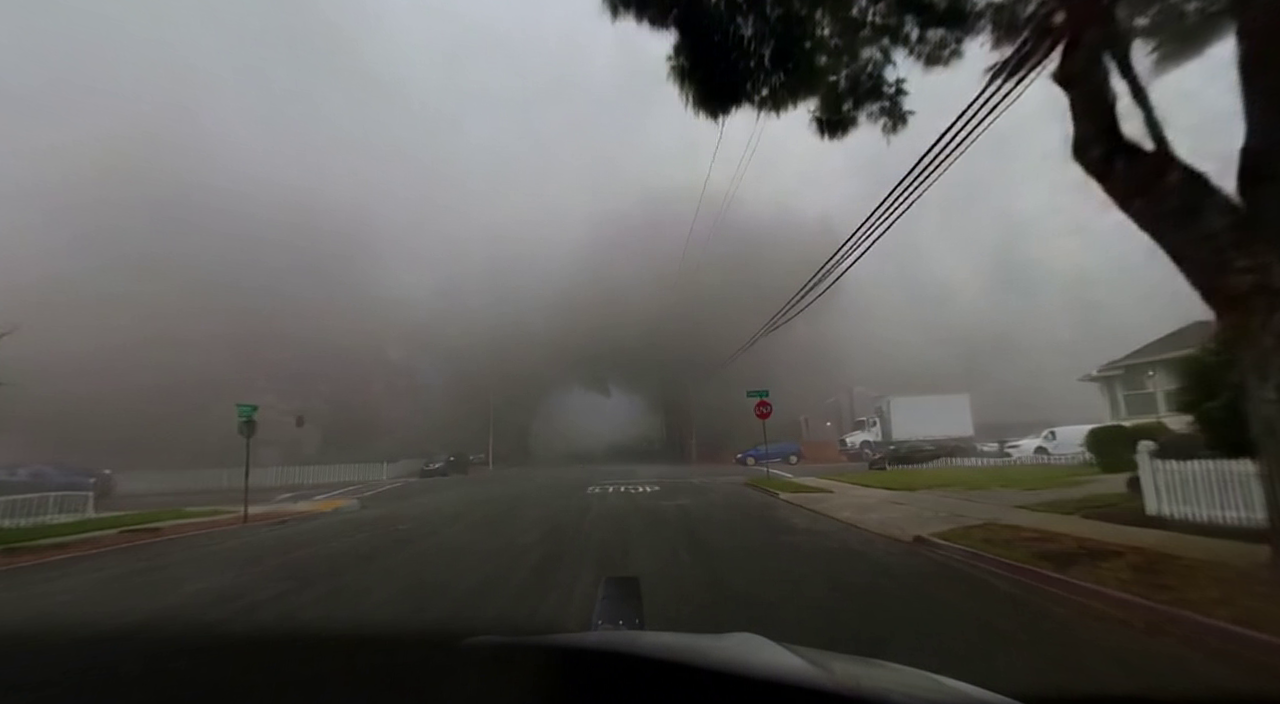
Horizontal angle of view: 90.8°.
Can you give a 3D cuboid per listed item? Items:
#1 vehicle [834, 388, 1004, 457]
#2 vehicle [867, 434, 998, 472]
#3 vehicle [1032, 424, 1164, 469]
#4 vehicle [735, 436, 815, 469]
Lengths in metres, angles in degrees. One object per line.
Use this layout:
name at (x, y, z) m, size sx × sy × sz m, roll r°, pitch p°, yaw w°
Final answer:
vehicle at (15.012, 3.885, 34.495) m, size 7.759 × 3.523 × 2.930 m, roll -1°, pitch -9°, yaw 0°
vehicle at (12.179, 4.233, 26.503) m, size 4.488 × 1.507 × 1.954 m, roll 0°, pitch -8°, yaw -4°
vehicle at (19.231, 3.981, 26.668) m, size 3.982 × 1.661 × 2.106 m, roll 2°, pitch -8°, yaw -4°
vehicle at (7.320, 5.491, 34.621) m, size 3.867 × 1.710 × 2.107 m, roll 0°, pitch -8°, yaw -1°
